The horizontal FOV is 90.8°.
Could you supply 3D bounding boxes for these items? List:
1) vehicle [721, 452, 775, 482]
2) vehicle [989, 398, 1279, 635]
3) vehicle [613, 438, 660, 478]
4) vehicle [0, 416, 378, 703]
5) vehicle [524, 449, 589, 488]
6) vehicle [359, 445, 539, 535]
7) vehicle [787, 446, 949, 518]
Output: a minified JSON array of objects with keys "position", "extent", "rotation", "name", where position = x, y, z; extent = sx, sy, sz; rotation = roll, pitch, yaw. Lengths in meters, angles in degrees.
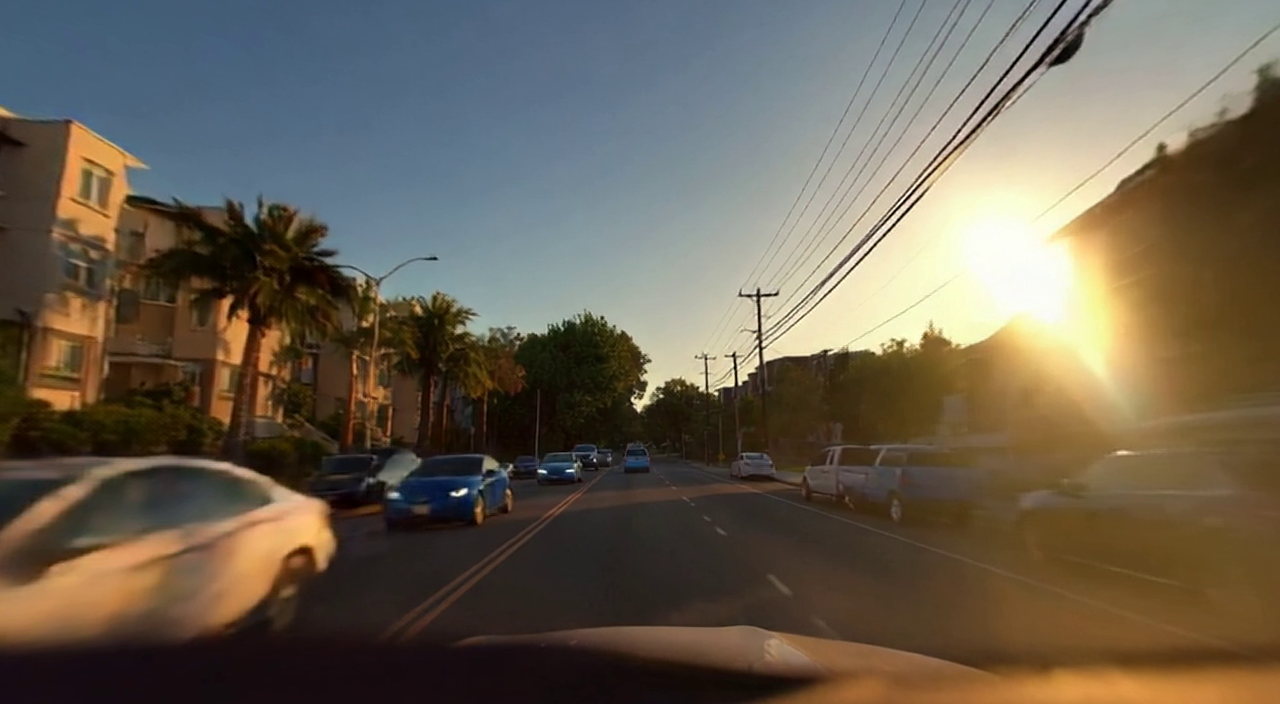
[{"position":[5.858,6.290,34.765],"extent":[1.943,1.490,4.783],"rotation":[0,-9,-2],"name":"vehicle"},{"position":[6.204,1.533,6.463],"extent":[2.211,1.884,5.031],"rotation":[0,-9,-2],"name":"vehicle"},{"position":[-0.126,5.521,33.037],"extent":[2.308,1.940,4.125],"rotation":[-1,-9,1],"name":"vehicle"},{"position":[-3.252,1.124,3.164],"extent":[1.972,1.498,4.304],"rotation":[0,-9,1],"name":"vehicle"},{"position":[-3.407,4.859,26.679],"extent":[2.057,1.476,4.593],"rotation":[0,-9,0],"name":"vehicle"},{"position":[-3.629,2.689,13.047],"extent":[2.013,1.497,4.456],"rotation":[-1,-9,4],"name":"vehicle"},{"position":[6.154,3.569,18.117],"extent":[2.350,1.706,5.901],"rotation":[0,-9,-1],"name":"vehicle"}]
